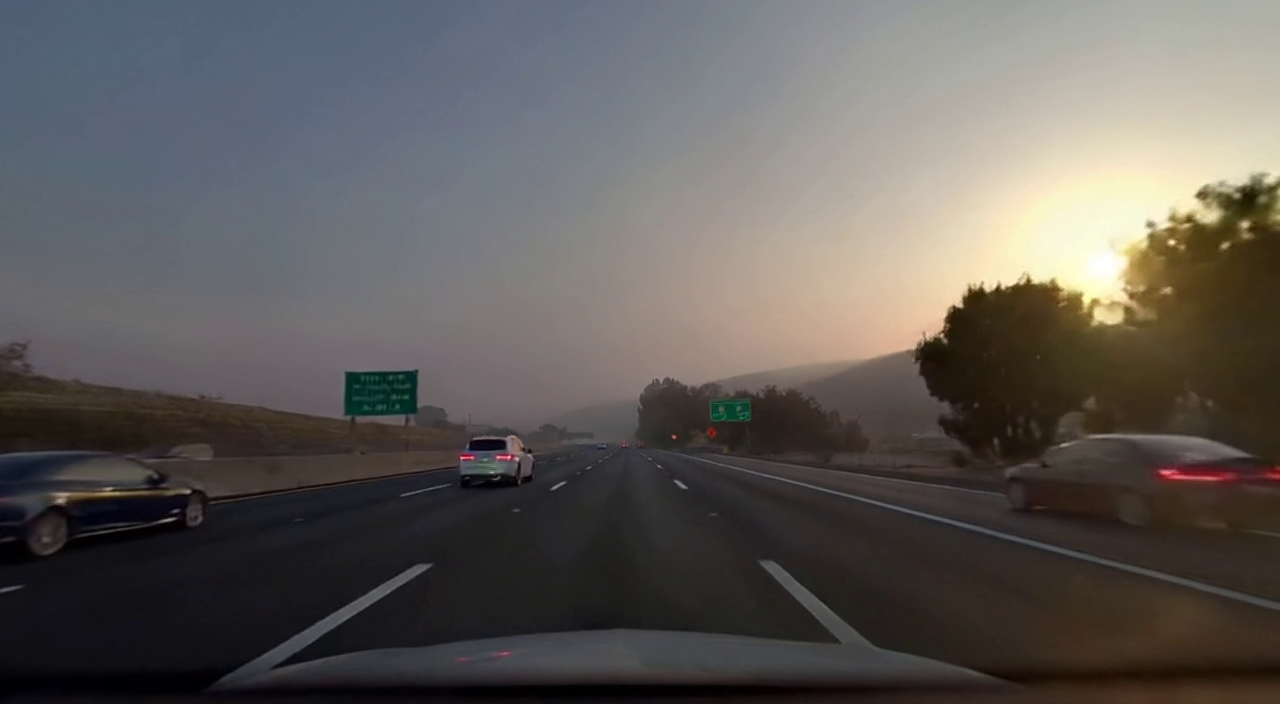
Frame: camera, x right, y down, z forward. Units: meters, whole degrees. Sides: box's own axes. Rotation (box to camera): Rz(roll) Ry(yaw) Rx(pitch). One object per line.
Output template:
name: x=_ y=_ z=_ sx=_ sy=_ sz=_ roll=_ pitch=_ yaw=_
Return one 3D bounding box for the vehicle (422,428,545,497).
vehicle: x=-4.244 y=3.082 z=18.052 sx=2.200 sy=1.662 sz=5.091 roll=0 pitch=-8 yaw=0

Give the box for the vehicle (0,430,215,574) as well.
vehicle: x=-7.824 y=1.749 z=7.712 sx=1.924 sy=1.519 sz=4.791 roll=0 pitch=-8 yaw=-1

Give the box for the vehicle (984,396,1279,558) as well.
vehicle: x=7.407 y=1.602 z=8.761 sx=2.136 sy=1.641 sz=4.964 roll=0 pitch=-8 yaw=-4
